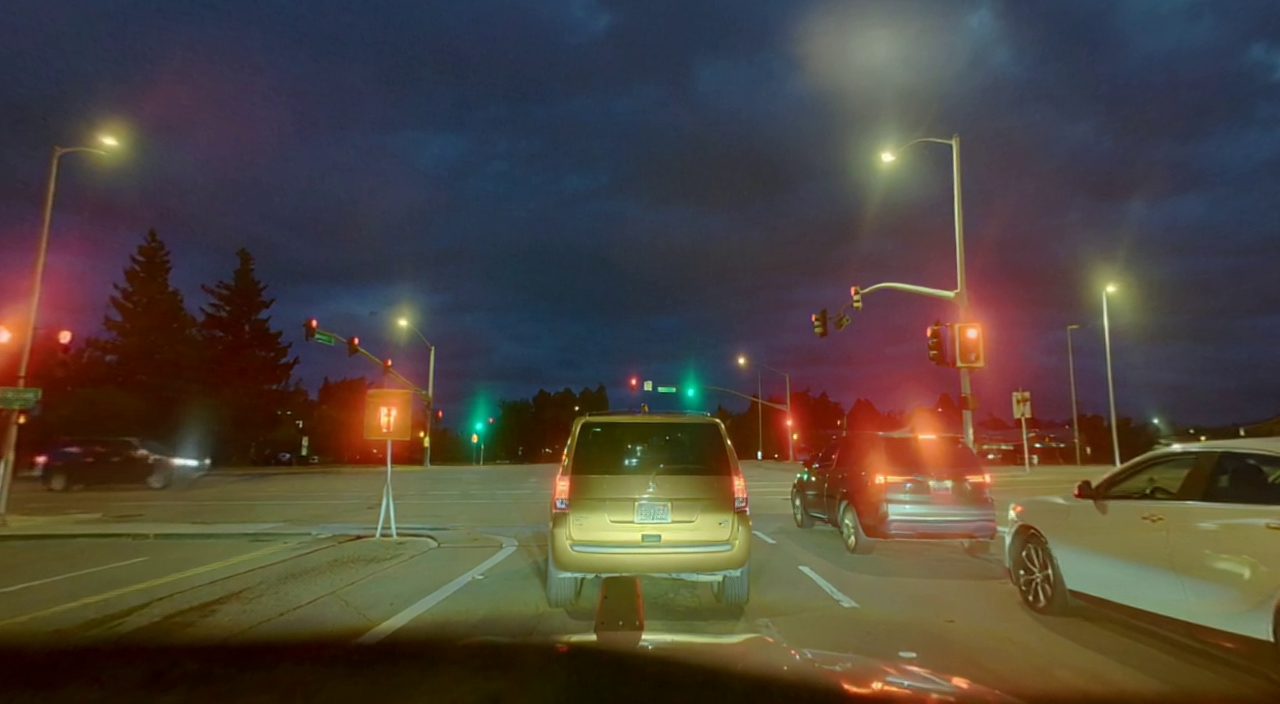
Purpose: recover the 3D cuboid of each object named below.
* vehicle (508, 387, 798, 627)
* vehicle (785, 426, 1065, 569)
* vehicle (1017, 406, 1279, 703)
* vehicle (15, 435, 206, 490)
[{"bbox_3d":[0.098,1.494,7.062,2.170,1.793,4.468,0,-8,0],"label":"vehicle"},{"bbox_3d":[3.520,1.858,8.861,1.861,1.495,4.215,0,-8,-1],"label":"vehicle"},{"bbox_3d":[3.166,0.815,1.429,1.924,1.466,4.461,0,-8,1],"label":"vehicle"},{"bbox_3d":[-18.249,3.795,21.972,4.687,1.791,2.044,0,-8,0],"label":"vehicle"}]
